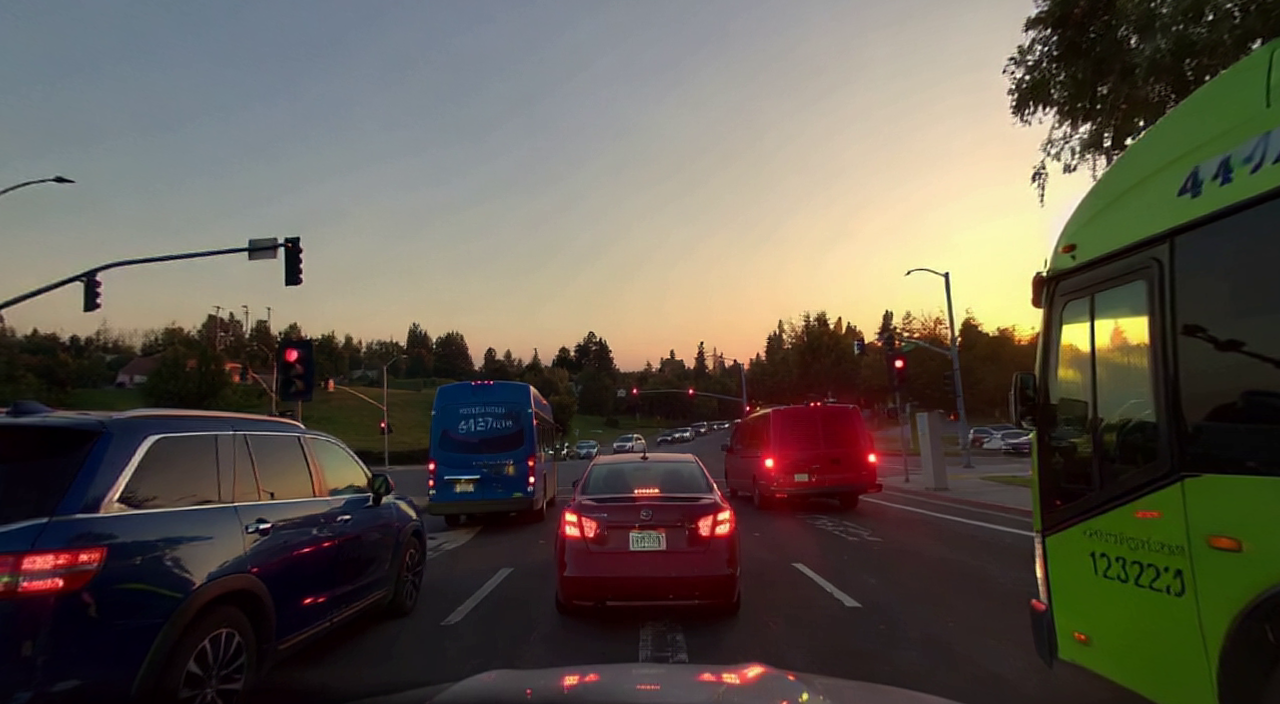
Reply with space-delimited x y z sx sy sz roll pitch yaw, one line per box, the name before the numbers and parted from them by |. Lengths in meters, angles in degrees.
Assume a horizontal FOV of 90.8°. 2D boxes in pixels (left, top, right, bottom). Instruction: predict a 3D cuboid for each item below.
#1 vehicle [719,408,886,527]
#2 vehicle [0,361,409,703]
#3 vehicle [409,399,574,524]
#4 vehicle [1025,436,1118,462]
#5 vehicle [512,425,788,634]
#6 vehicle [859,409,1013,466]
vehicle | 3.148 2.401 13.665 2.143 2.036 5.367 0 -8 0
vehicle | -3.405 1.178 4.633 1.921 1.701 3.989 0 -8 -1
vehicle | -2.926 2.352 13.970 2.335 2.221 5.165 0 -8 1
vehicle | 25.897 5.822 37.983 4.229 1.489 1.794 0 -8 -1
vehicle | 0.067 1.549 6.421 1.976 1.485 3.624 0 -8 0
vehicle | 17.604 5.132 37.918 7.839 3.213 2.628 0 -8 -3
